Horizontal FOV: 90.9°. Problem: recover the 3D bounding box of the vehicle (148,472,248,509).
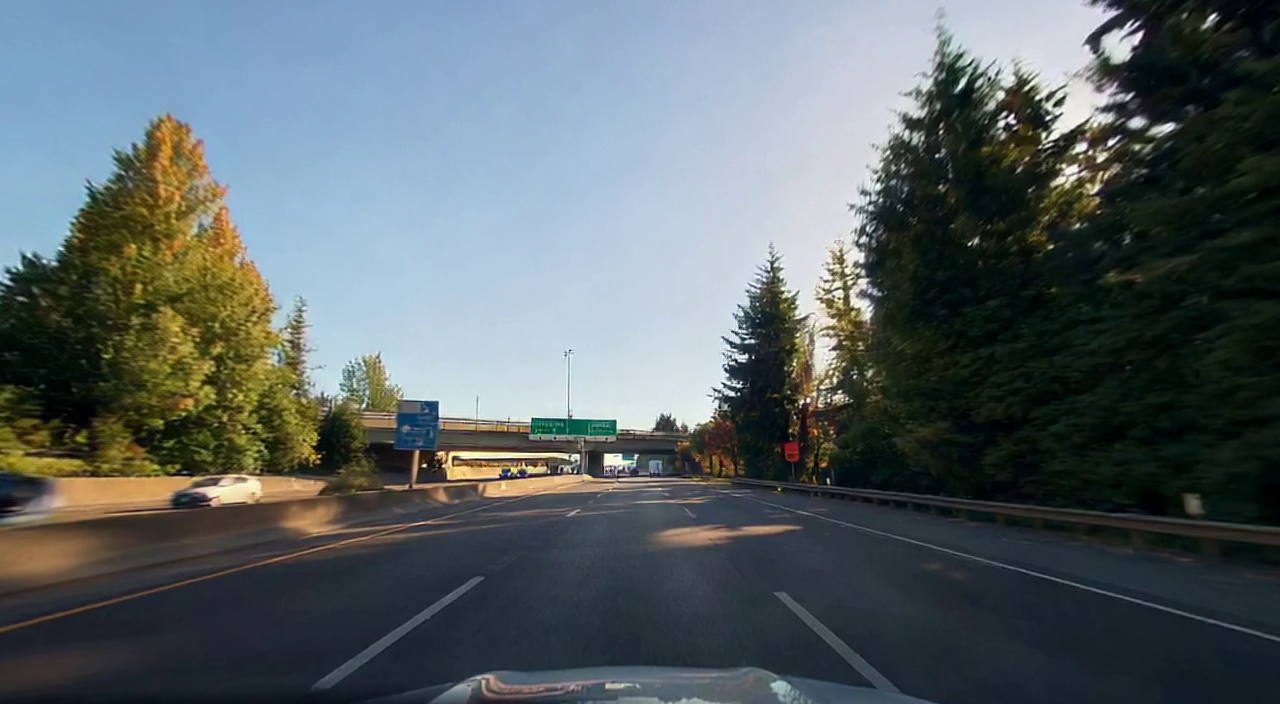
[{"bbox_3d":[-19.348,6.062,27.793,1.764,1.480,3.584,1,-10,0],"label":"vehicle"}]
